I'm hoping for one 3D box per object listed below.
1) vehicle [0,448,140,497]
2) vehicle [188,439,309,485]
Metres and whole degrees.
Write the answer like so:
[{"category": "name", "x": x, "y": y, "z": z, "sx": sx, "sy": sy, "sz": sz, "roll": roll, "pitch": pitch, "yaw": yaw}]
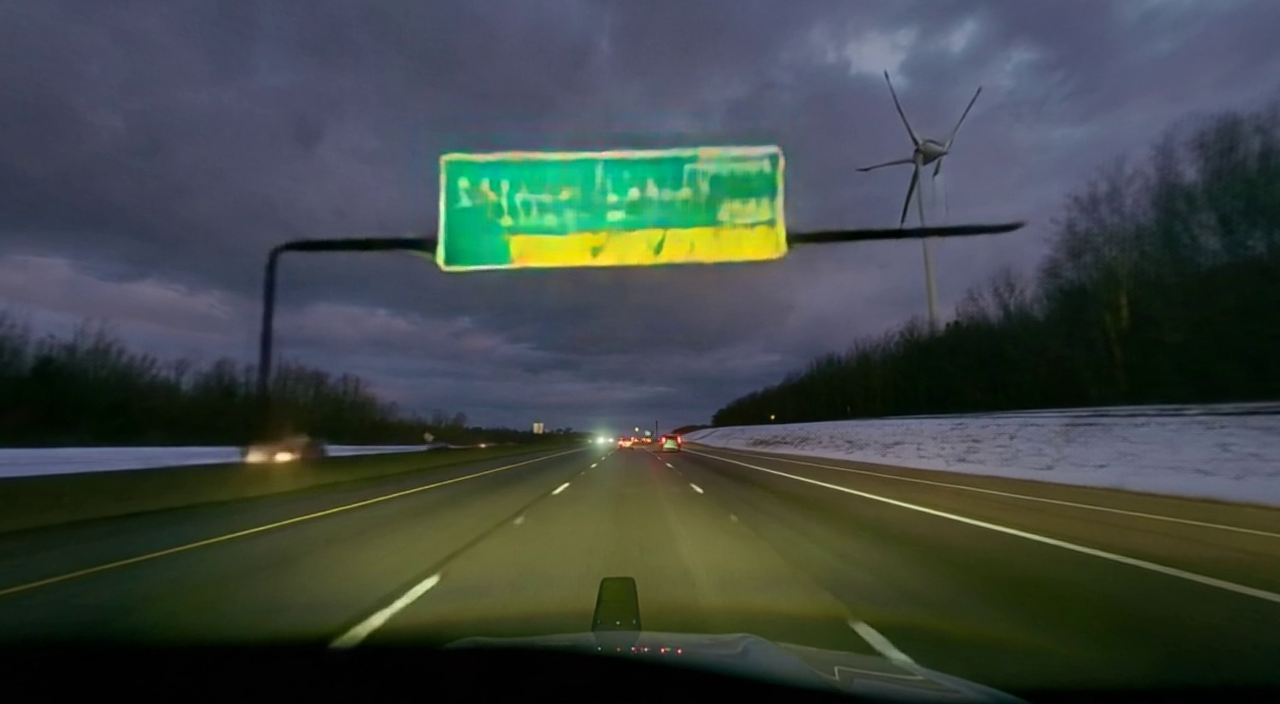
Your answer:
[{"category": "vehicle", "x": -20.099, "y": 4.139, "z": 22.038, "sx": 1.767, "sy": 1.465, "sz": 4.074, "roll": 0, "pitch": -8, "yaw": -1}, {"category": "vehicle", "x": -14.455, "y": 4.039, "z": 23.563, "sx": 1.862, "sy": 1.506, "sz": 4.301, "roll": 0, "pitch": -8, "yaw": -2}]
